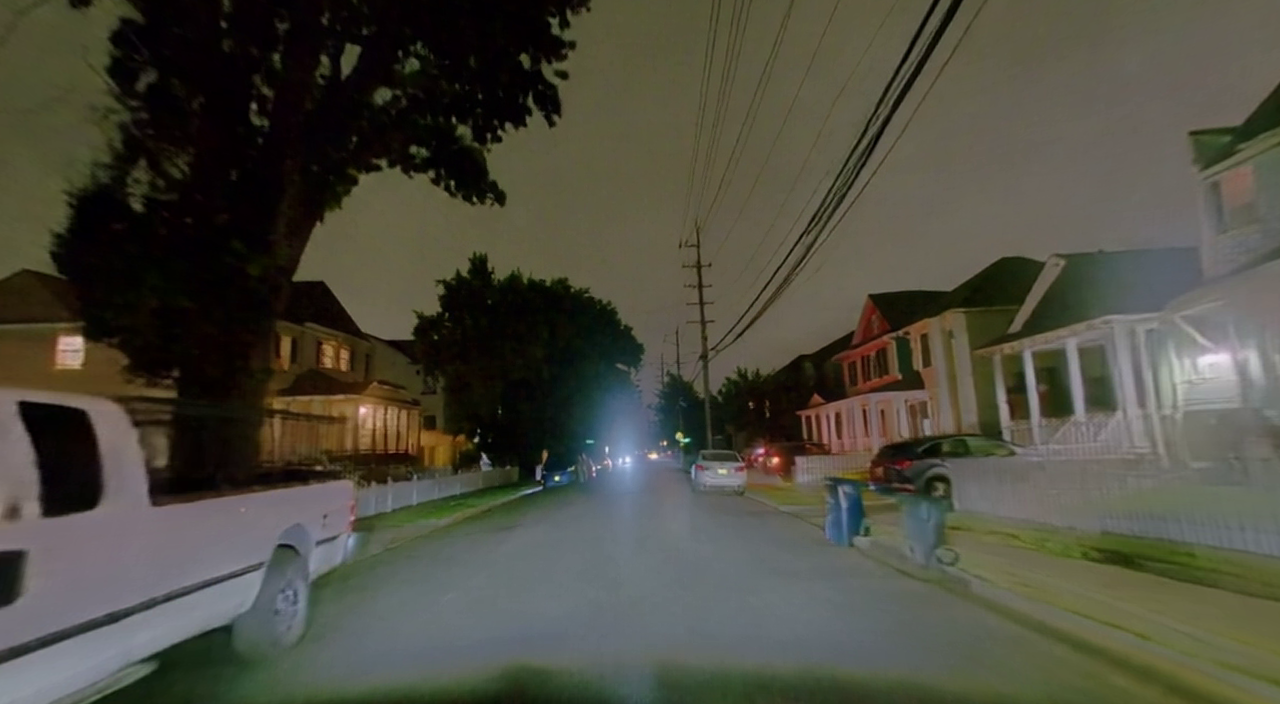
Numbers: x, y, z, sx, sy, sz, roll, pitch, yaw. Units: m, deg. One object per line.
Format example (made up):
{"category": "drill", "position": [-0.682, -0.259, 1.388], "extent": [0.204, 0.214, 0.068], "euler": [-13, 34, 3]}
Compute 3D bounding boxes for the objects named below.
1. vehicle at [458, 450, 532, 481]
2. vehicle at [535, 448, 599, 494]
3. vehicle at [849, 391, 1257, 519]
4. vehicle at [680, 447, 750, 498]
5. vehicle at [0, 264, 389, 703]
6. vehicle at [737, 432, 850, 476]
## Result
{"category": "vehicle", "position": [-9.168, 7.173, 40.132], "extent": [4.088, 1.779, 2.109], "euler": [0, -6, 3]}
{"category": "vehicle", "position": [-3.408, 5.615, 30.307], "extent": [2.204, 1.655, 4.813], "euler": [-8, -8, 0]}
{"category": "vehicle", "position": [7.235, 1.855, 11.682], "extent": [5.974, 2.066, 2.152], "euler": [0, -7, 1]}
{"category": "vehicle", "position": [2.662, 4.371, 23.436], "extent": [2.043, 1.631, 4.613], "euler": [0, -8, 0]}
{"category": "vehicle", "position": [-3.518, 0.847, 2.825], "extent": [2.399, 2.085, 5.589], "euler": [-3, -8, 2]}
{"category": "vehicle", "position": [7.911, 5.308, 33.020], "extent": [5.274, 2.170, 2.205], "euler": [0, -8, -2]}
